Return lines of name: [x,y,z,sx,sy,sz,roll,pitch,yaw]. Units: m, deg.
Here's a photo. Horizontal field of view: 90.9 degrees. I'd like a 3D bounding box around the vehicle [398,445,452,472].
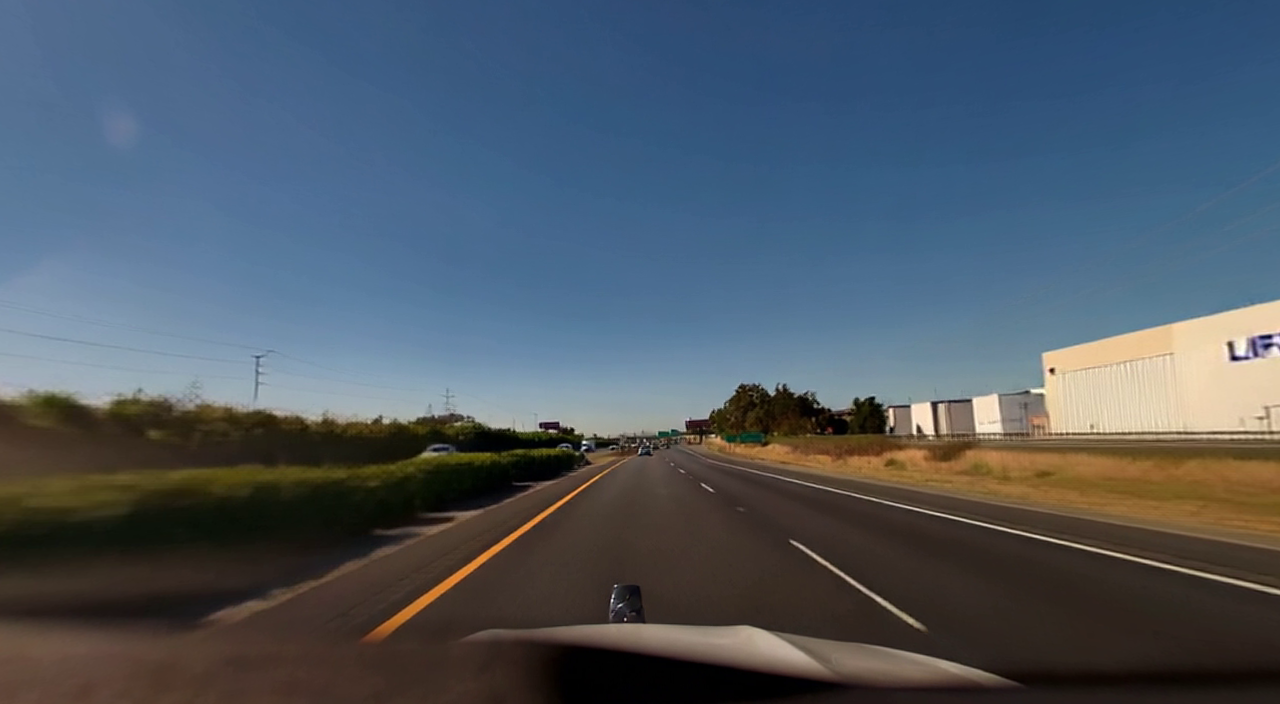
vehicle: [-14.422,7.147,42.642,1.936,1.715,4.646,0,-8,1]
